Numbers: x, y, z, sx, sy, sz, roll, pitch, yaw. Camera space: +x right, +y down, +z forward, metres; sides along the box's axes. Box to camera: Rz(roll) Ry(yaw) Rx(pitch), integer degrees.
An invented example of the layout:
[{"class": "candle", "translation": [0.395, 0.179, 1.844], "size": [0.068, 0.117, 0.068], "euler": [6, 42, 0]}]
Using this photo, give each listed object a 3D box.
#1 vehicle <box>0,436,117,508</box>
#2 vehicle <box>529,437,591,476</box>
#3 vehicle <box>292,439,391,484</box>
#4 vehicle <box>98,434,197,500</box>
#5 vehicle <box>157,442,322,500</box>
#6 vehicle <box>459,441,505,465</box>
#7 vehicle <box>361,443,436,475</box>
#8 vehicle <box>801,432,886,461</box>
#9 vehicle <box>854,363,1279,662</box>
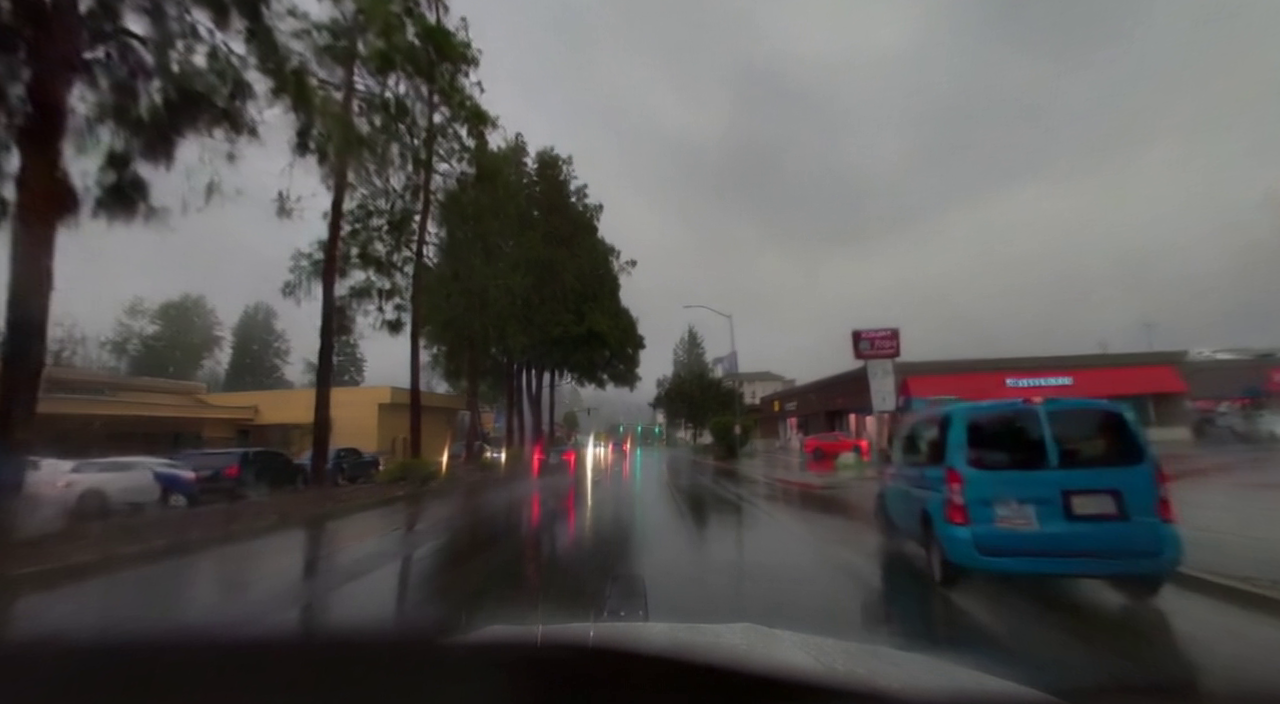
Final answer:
[{"class": "vehicle", "translation": [-15.740, 2.893, 15.336], "size": [2.058, 1.618, 4.956], "euler": [1, -8, -7]}, {"class": "vehicle", "translation": [-3.278, 4.405, 26.645], "size": [1.966, 1.481, 4.385], "euler": [0, -8, 1]}, {"class": "vehicle", "translation": [-11.789, 4.320, 25.114], "size": [1.852, 1.621, 4.166], "euler": [0, -8, 1]}, {"class": "vehicle", "translation": [-16.202, 3.720, 20.549], "size": [2.075, 1.811, 4.847], "euler": [5, -11, -42]}, {"class": "vehicle", "translation": [-11.659, 3.446, 18.716], "size": [1.959, 1.488, 4.390], "euler": [0, -8, 1]}, {"class": "vehicle", "translation": [-11.625, 7.476, 46.552], "size": [2.024, 1.656, 4.837], "euler": [-1, -8, 2]}, {"class": "vehicle", "translation": [-11.931, 5.305, 31.363], "size": [1.948, 1.453, 4.431], "euler": [0, -8, 0]}, {"class": "vehicle", "translation": [11.201, 5.234, 34.737], "size": [3.935, 1.518, 1.985], "euler": [0, -8, -2]}, {"class": "vehicle", "translation": [3.523, 1.308, 6.215], "size": [2.293, 1.779, 4.457], "euler": [-2, -9, 15]}]
